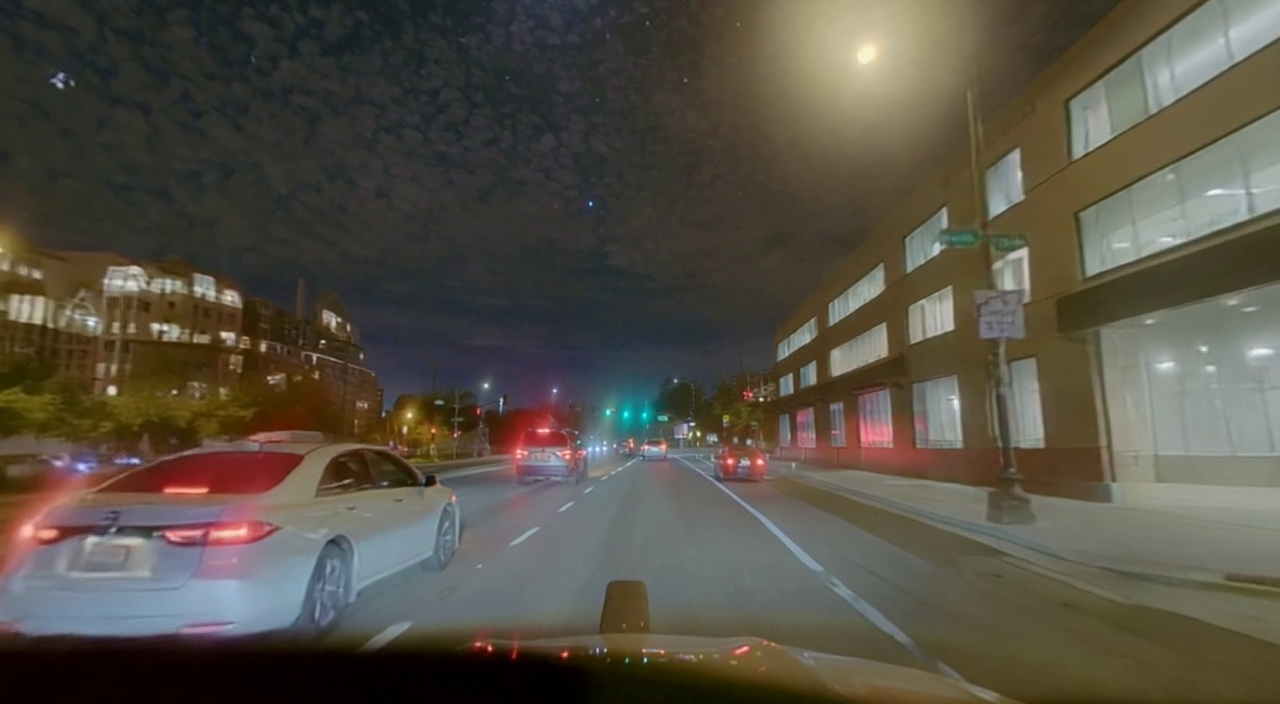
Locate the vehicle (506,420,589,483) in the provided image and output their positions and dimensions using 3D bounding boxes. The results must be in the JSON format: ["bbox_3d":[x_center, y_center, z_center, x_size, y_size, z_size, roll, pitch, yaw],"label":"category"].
[{"bbox_3d":[-3.151,3.521,22.505,2.152,1.987,4.527,0,-8,2],"label":"vehicle"}]

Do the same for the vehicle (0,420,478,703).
[{"bbox_3d":[-2.850,1.327,4.939,1.959,1.406,4.272,0,-8,1],"label":"vehicle"}]

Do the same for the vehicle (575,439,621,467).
[{"bbox_3d":[-2.324,5.793,36.251,2.246,1.481,4.146,0,-8,1],"label":"vehicle"}]
